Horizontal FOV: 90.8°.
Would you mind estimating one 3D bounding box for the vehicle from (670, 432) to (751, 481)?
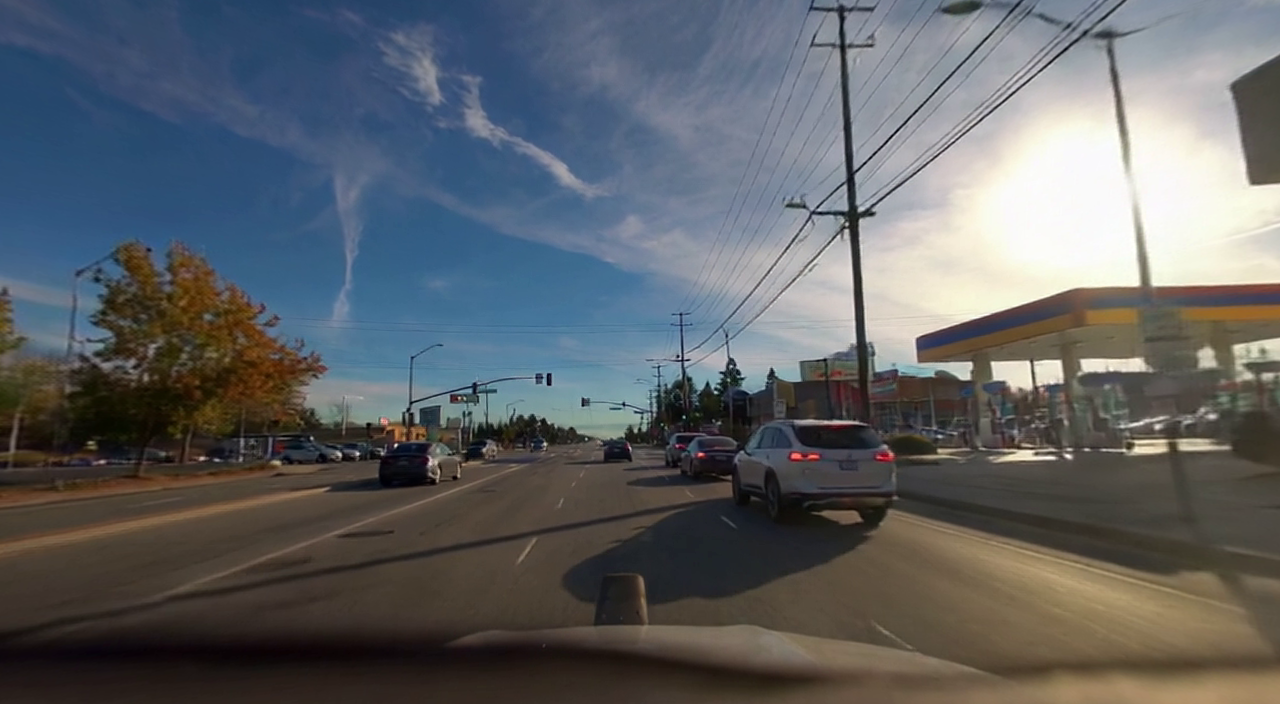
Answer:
[{"bbox_3d":[2.292,3.548,21.663,1.945,1.470,4.363,0,-8,-4],"label":"vehicle"}]

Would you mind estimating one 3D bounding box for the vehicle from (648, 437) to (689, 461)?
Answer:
[{"bbox_3d":[1.762,6.211,40.458,2.208,1.436,4.542,0,-8,-3],"label":"vehicle"}]

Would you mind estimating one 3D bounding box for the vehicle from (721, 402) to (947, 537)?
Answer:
[{"bbox_3d":[2.990,1.966,11.196,2.124,1.824,4.973,0,-8,-4],"label":"vehicle"}]

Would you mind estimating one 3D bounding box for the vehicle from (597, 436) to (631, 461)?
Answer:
[{"bbox_3d":[-1.662,6.123,40.100,2.065,1.484,3.894,0,-8,-3],"label":"vehicle"}]

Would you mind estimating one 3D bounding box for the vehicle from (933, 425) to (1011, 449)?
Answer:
[{"bbox_3d":[22.521,5.830,43.095,1.934,1.570,5.073,1,-9,-10],"label":"vehicle"}]

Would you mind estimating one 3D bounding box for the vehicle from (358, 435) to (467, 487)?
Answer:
[{"bbox_3d":[-7.070,3.421,20.184,2.075,1.470,4.190,0,-8,-3],"label":"vehicle"}]
